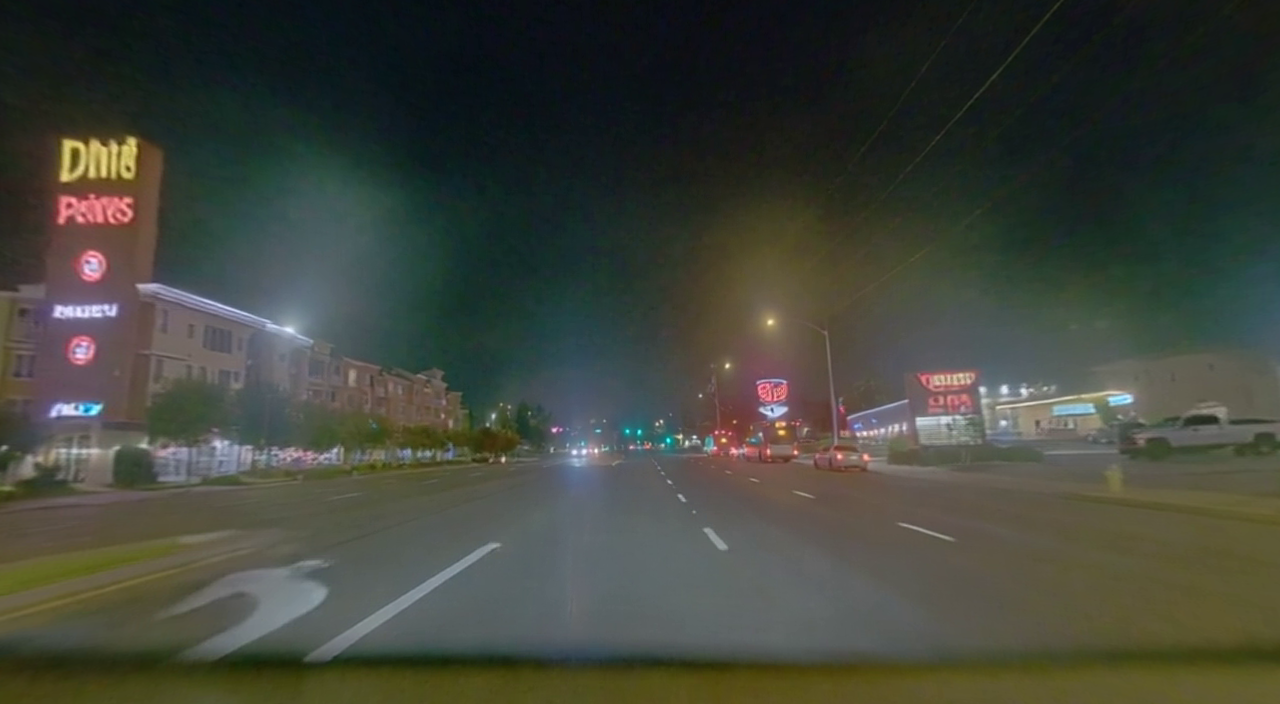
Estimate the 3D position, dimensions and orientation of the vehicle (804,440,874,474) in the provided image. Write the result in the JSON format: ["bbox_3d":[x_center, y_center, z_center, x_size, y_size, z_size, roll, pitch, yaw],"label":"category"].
[{"bbox_3d":[10.265,5.449,32.953,2.085,1.630,4.403,0,-9,-1],"label":"vehicle"}]

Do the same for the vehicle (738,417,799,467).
[{"bbox_3d":[9.920,7.138,49.763,2.897,3.584,7.857,0,-9,-2],"label":"vehicle"}]

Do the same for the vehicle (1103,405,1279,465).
[{"bbox_3d":[23.283,3.500,26.582,2.529,2.138,6.511,-1,-8,-1],"label":"vehicle"}]
